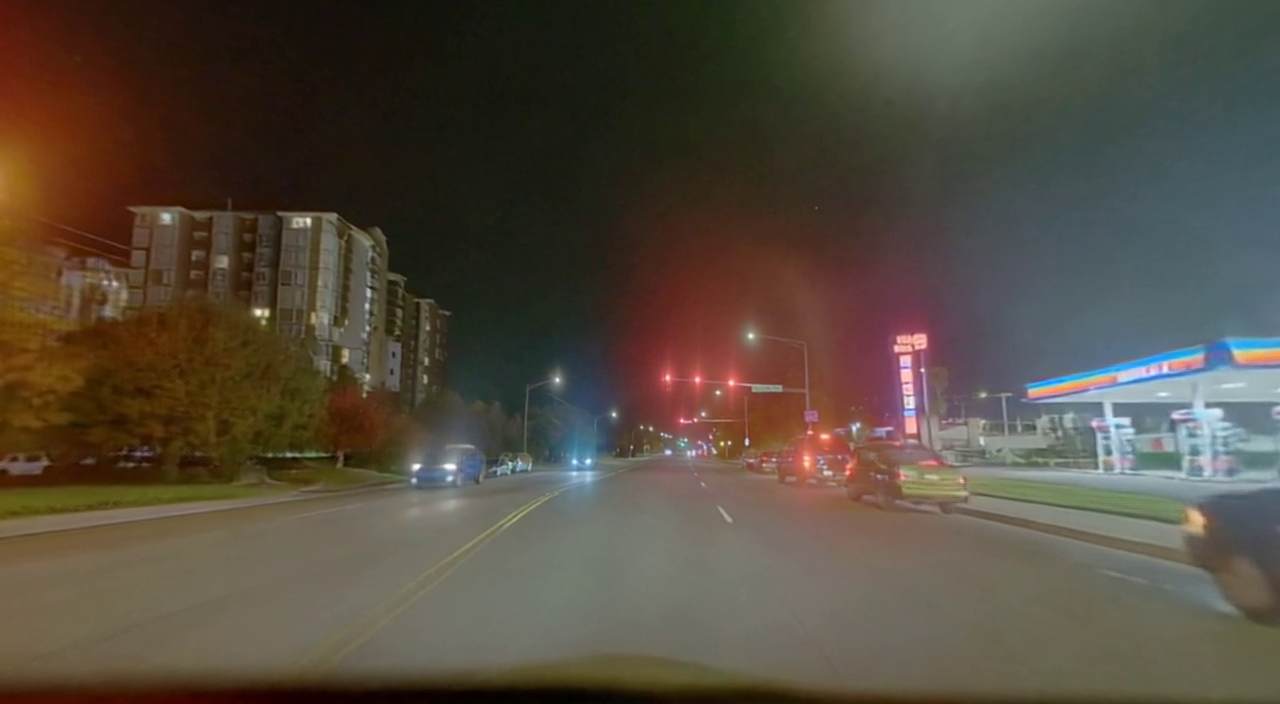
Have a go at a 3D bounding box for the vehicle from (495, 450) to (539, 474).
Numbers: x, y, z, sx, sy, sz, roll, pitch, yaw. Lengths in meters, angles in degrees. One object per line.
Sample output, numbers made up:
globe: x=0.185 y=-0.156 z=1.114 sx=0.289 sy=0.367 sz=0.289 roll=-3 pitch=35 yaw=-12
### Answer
vehicle: x=-8.851 y=7.957 z=45.847 sx=1.954 sy=1.652 sz=4.440 roll=-1 pitch=-9 yaw=5

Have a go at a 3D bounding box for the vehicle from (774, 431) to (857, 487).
vehicle: x=7.310 y=4.541 z=27.070 sx=2.181 sy=2.103 sz=6.044 roll=-1 pitch=-9 yaw=4

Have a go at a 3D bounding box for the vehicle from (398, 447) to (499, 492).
vehicle: x=-7.502 y=4.634 z=25.322 sx=2.007 sy=1.606 sz=4.764 roll=-1 pitch=-9 yaw=8

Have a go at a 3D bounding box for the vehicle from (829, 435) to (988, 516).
vehicle: x=6.615 y=3.076 z=16.334 sx=1.995 sy=1.720 sz=5.067 roll=0 pitch=-9 yaw=2

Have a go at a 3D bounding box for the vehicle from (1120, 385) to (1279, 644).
vehicle: x=5.755 y=1.052 z=3.680 sx=2.194 sy=1.896 sz=5.049 roll=-1 pitch=-9 yaw=5
